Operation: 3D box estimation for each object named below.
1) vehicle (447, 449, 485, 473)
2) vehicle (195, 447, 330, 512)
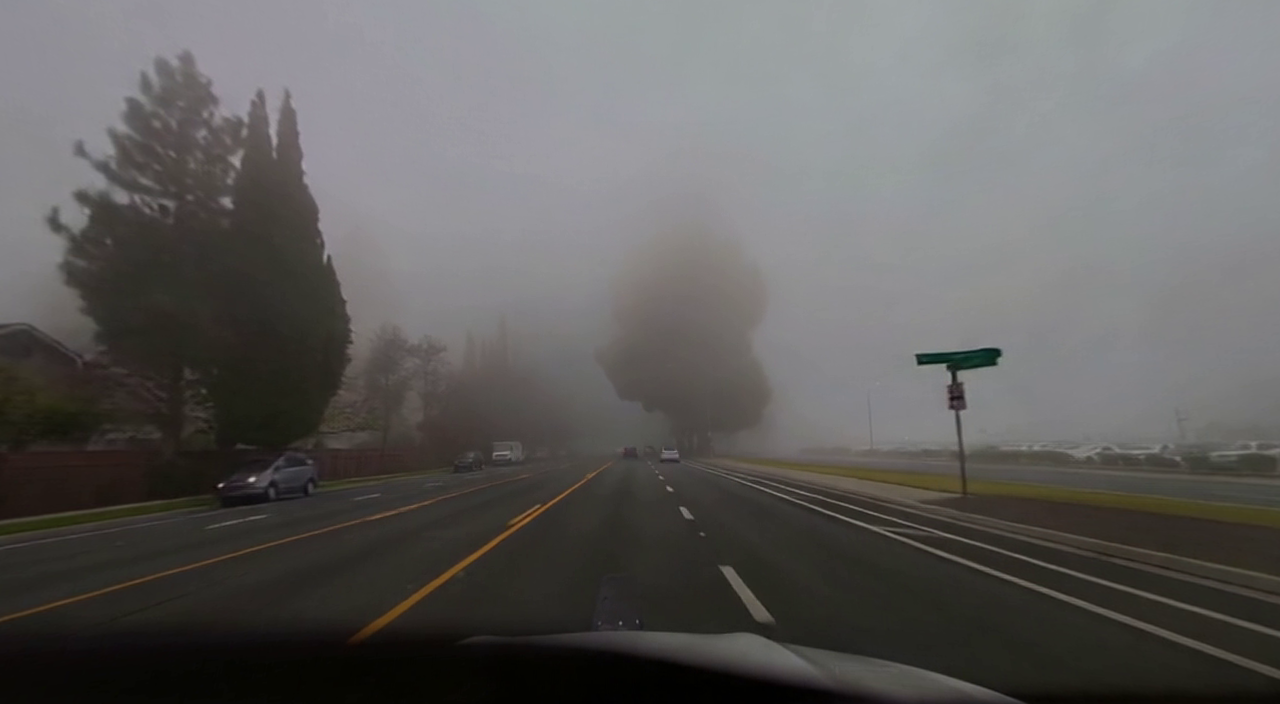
[{"bbox_3d":[-12.417,7.756,45.292,1.762,1.552,3.901,-2,-8,-1],"label":"vehicle"},{"bbox_3d":[-12.276,4.108,20.959,2.000,1.821,4.314,-2,-8,-3],"label":"vehicle"}]
